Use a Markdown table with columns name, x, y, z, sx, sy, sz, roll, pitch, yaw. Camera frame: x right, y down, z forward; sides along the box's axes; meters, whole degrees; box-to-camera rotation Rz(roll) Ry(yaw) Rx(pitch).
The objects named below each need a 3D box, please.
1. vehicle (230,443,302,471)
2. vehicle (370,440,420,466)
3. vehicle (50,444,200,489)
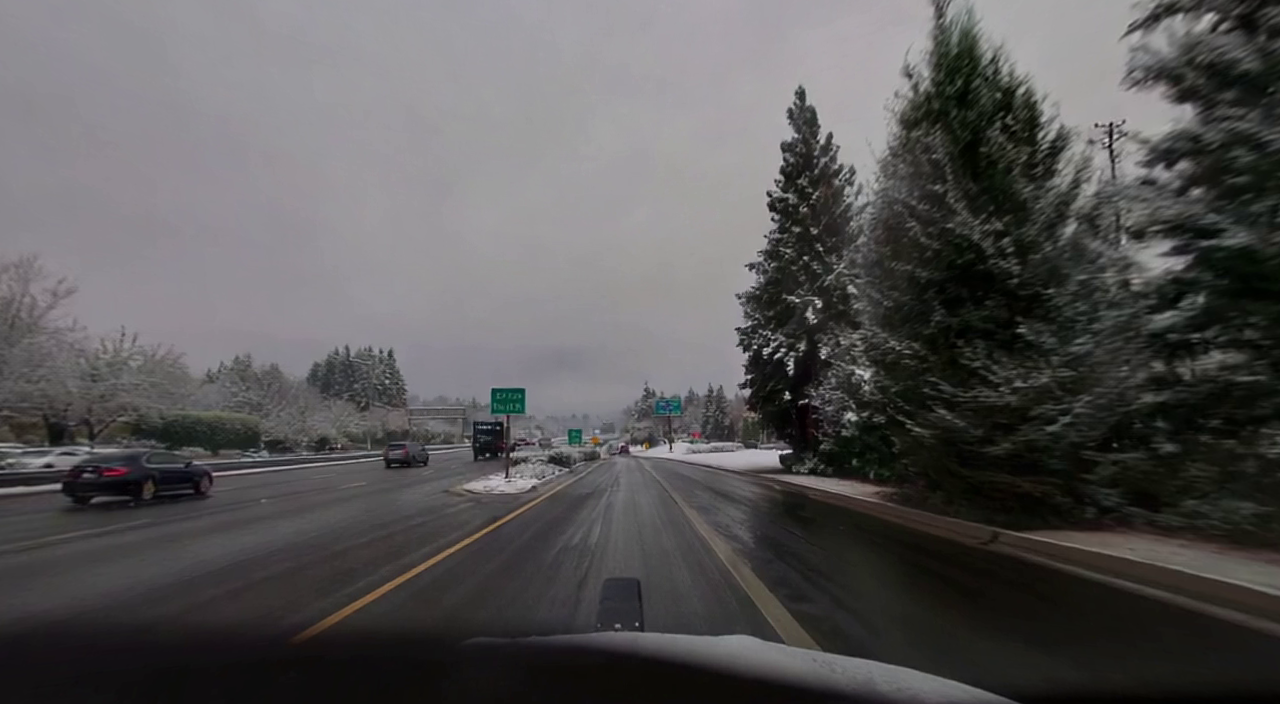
| name | x | y | z | sx | sy | sz | roll | pitch | yaw |
| --- | --- | --- | --- | --- | --- | --- | --- | --- | --- |
| vehicle | -23.624 | 6.603 | 40.109 | 1.998 | 1.648 | 4.495 | 0 | -9 | -4 |
| vehicle | -16.202 | 6.679 | 41.961 | 1.919 | 1.658 | 4.084 | 0 | -9 | -4 |
| vehicle | -18.906 | 4.195 | 23.538 | 1.933 | 1.496 | 4.516 | 0 | -9 | -3 |
